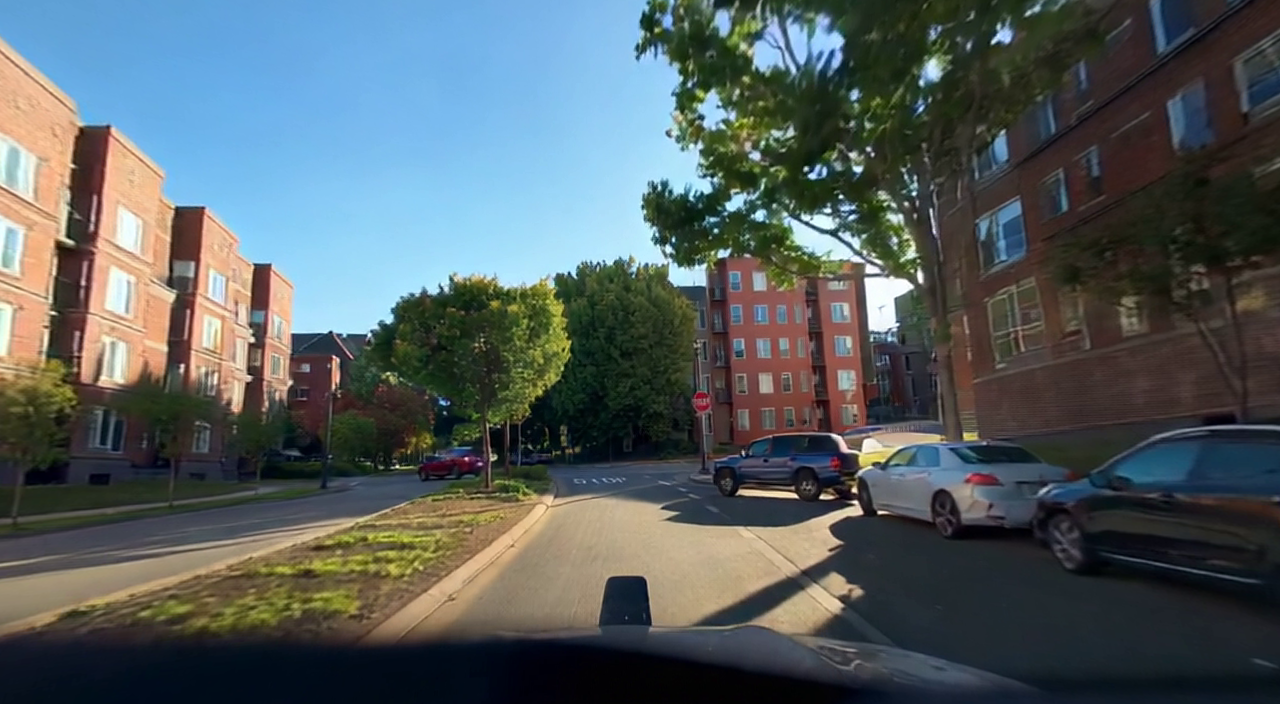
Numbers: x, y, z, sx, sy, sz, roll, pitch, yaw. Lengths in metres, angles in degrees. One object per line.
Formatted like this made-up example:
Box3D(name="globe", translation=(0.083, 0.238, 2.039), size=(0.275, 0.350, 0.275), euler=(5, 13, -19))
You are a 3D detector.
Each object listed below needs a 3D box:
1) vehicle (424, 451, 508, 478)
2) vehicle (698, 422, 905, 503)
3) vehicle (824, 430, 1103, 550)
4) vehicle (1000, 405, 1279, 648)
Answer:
Box3D(name="vehicle", translation=(-10.681, 6.861, 38.652), size=(4.654, 1.503, 1.951), euler=(-3, -8, 19))
Box3D(name="vehicle", translation=(3.613, 2.659, 15.150), size=(2.065, 1.529, 4.709), euler=(1, -10, -28))
Box3D(name="vehicle", translation=(4.784, 2.073, 10.435), size=(1.758, 1.454, 5.088), euler=(0, -8, -2))
Box3D(name="vehicle", translation=(4.988, 1.186, 4.517), size=(1.989, 1.503, 4.594), euler=(0, -9, -2))
